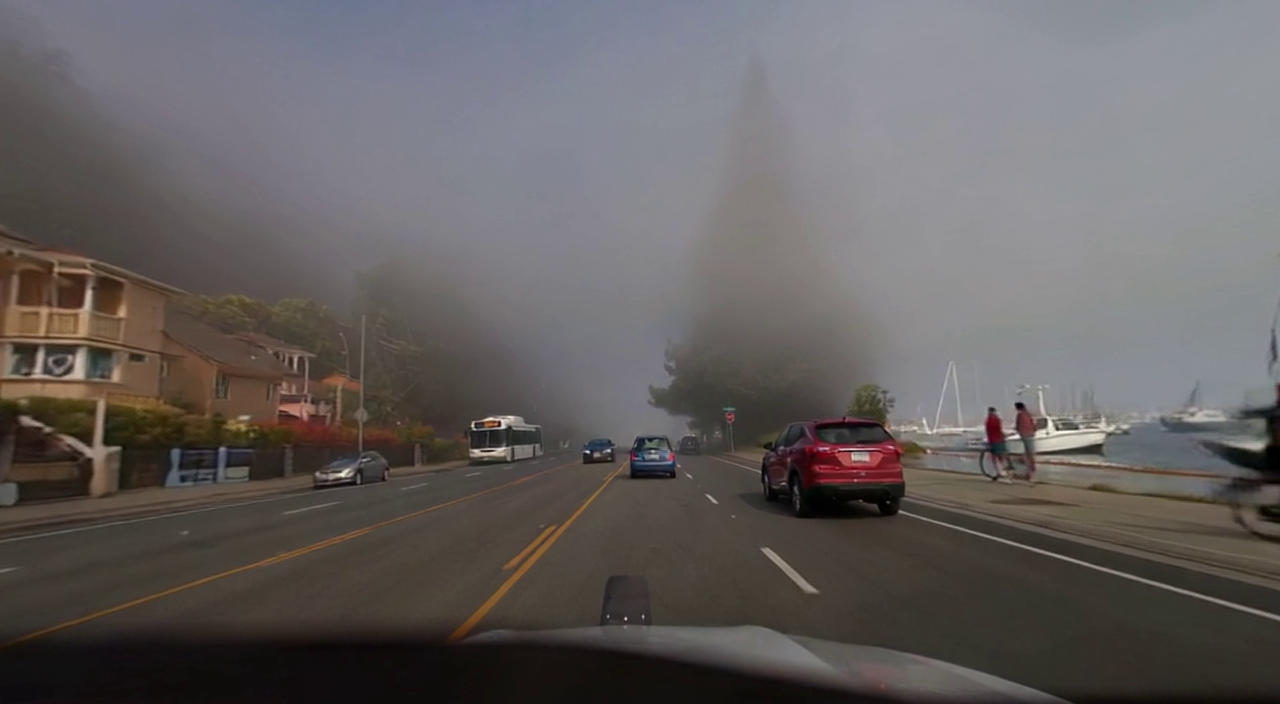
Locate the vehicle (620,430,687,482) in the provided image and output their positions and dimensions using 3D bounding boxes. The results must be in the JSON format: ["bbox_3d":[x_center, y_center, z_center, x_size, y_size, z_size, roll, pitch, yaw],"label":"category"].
[{"bbox_3d":[0.430,3.636,22.198,2.132,1.632,3.838,0,-8,0],"label":"vehicle"}]

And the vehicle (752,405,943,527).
[{"bbox_3d":[3.495,2.032,11.688,2.000,1.809,4.405,0,-8,0],"label":"vehicle"}]

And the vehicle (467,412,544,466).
[{"bbox_3d":[-9.410,6.293,45.435,2.995,3.421,9.259,-1,-8,3],"label":"vehicle"}]

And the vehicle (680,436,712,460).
[{"bbox_3d":[4.001,6.935,45.662,1.876,1.626,3.851,0,-8,-1],"label":"vehicle"}]

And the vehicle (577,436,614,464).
[{"bbox_3d":[-2.762,6.178,40.007,1.929,1.648,4.114,-1,-8,2],"label":"vehicle"}]

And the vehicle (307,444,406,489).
[{"bbox_3d":[-10.349,4.186,23.360,1.731,1.489,3.841,-1,-8,3],"label":"vehicle"}]
